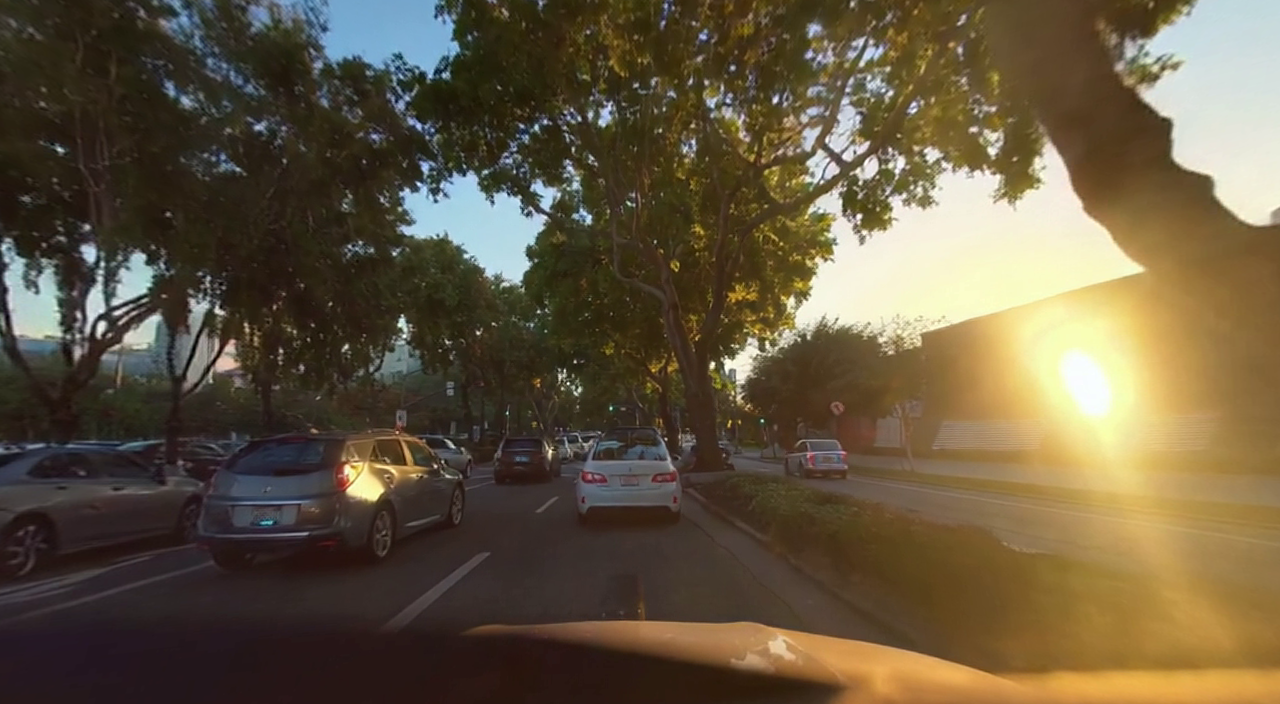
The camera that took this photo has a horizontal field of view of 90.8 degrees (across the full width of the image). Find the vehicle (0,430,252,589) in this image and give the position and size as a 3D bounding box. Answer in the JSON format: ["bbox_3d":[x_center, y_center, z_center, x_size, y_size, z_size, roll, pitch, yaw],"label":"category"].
[{"bbox_3d":[-6.939,1.775,7.782,1.748,1.485,4.090,0,-9,-1],"label":"vehicle"}]

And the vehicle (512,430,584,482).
[{"bbox_3d":[-3.518,4.113,25.146,2.154,1.801,5.015,0,-9,0],"label":"vehicle"}]

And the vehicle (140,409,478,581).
[{"bbox_3d":[-3.734,1.703,8.279,2.009,1.619,4.376,-1,-9,1],"label":"vehicle"}]

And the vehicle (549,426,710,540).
[{"bbox_3d":[-0.179,2.090,10.683,2.161,1.501,4.184,0,-9,-1],"label":"vehicle"}]

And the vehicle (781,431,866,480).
[{"bbox_3d":[6.807,3.900,23.946,1.889,1.681,4.120,0,-9,-1],"label":"vehicle"}]

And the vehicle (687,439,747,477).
[{"bbox_3d":[3.160,4.471,26.820,1.905,1.473,4.183,0,-9,-2],"label":"vehicle"}]
